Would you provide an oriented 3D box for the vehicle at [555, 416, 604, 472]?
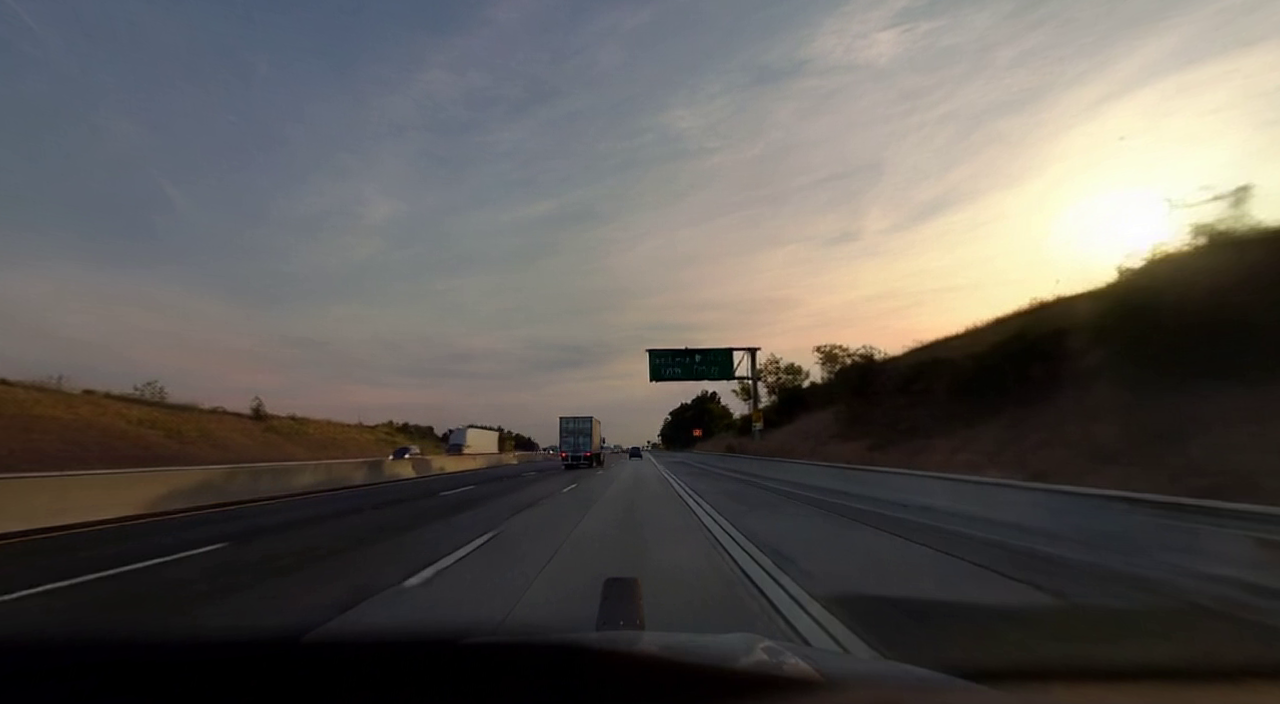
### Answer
[{"bbox_3d":[-4.013,6.373,43.519,2.707,3.461,7.191,0,-9,-1],"label":"vehicle"}]
